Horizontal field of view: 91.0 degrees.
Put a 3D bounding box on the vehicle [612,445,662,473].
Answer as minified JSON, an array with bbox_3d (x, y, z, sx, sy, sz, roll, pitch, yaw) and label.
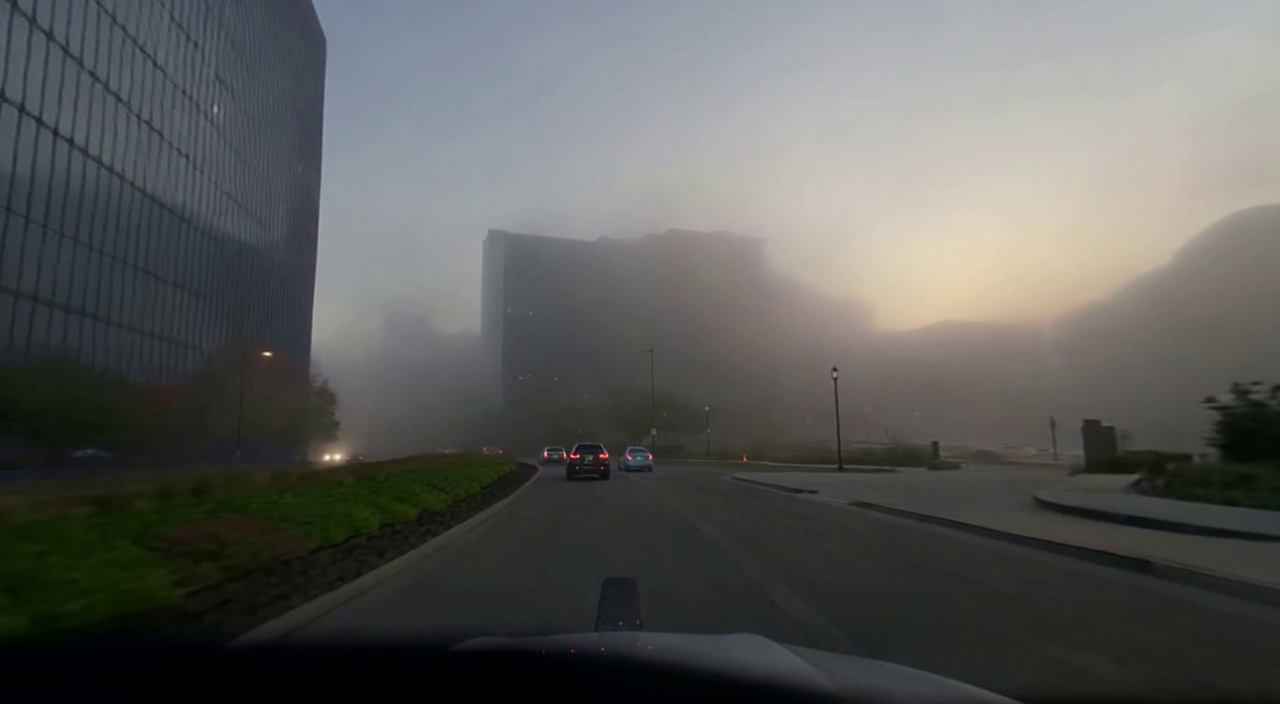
[{"bbox_3d":[-0.258,6.123,36.157,2.116,1.506,4.355,2,-9,-10],"label":"vehicle"}]

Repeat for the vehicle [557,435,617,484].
[{"bbox_3d":[-2.200,4.292,25.329,2.173,1.761,4.374,1,-9,-7],"label":"vehicle"}]
